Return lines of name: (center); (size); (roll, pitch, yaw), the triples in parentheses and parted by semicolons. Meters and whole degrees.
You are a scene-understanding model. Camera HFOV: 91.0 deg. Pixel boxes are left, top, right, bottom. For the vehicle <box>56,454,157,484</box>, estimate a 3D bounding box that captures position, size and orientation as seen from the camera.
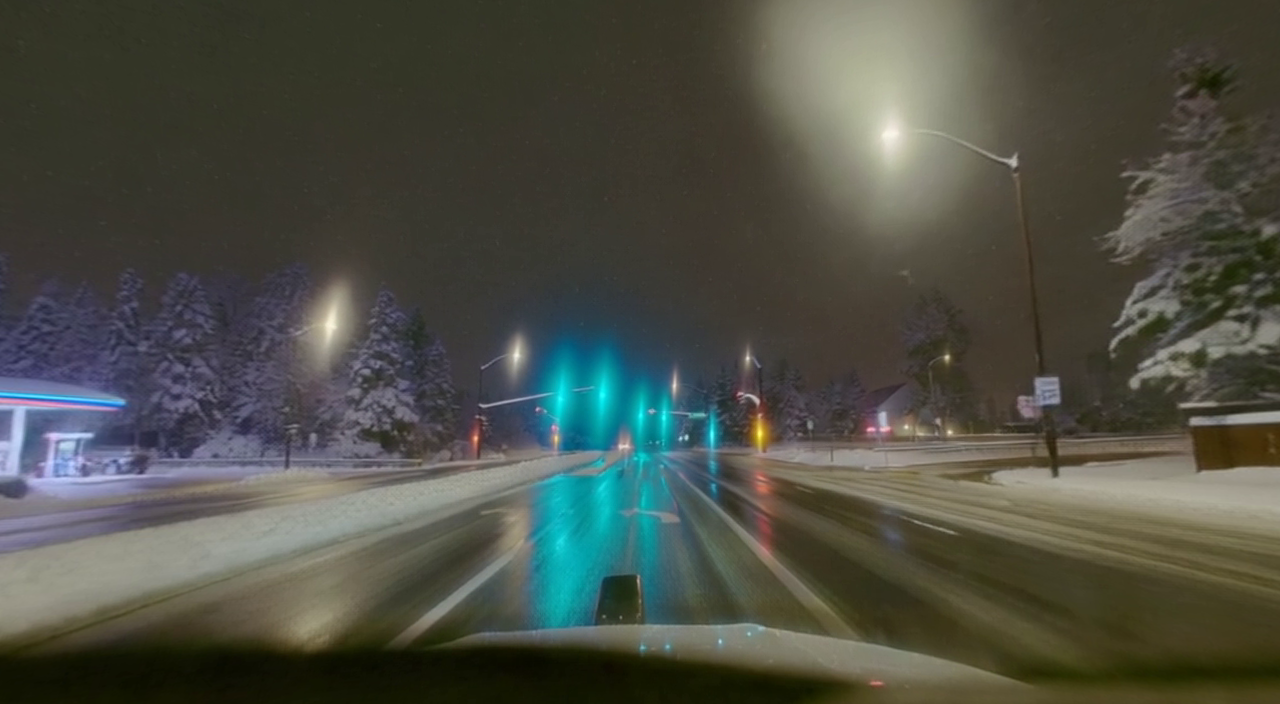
vehicle: (-34.219, 7.452, 40.487); (1.992, 1.721, 4.570); (-7, -11, 39)
